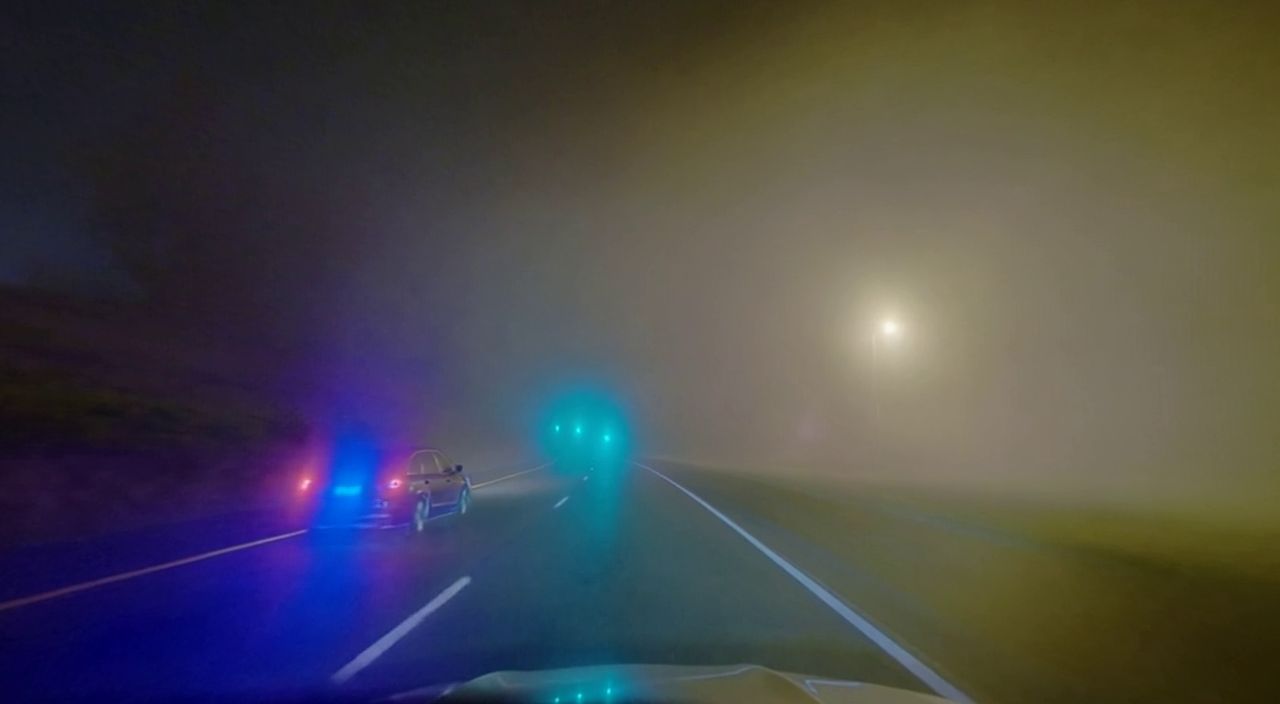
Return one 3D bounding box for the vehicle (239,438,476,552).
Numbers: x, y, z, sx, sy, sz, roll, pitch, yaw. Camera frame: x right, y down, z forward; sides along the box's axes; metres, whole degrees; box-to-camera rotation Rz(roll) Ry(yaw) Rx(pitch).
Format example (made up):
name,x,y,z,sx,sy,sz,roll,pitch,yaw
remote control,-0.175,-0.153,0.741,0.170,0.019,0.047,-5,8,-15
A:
name,x,y,z,sx,sy,sz,roll,pitch,yaw
vehicle,-4.387,2.264,10.743,1.968,1.503,4.443,0,-9,0
